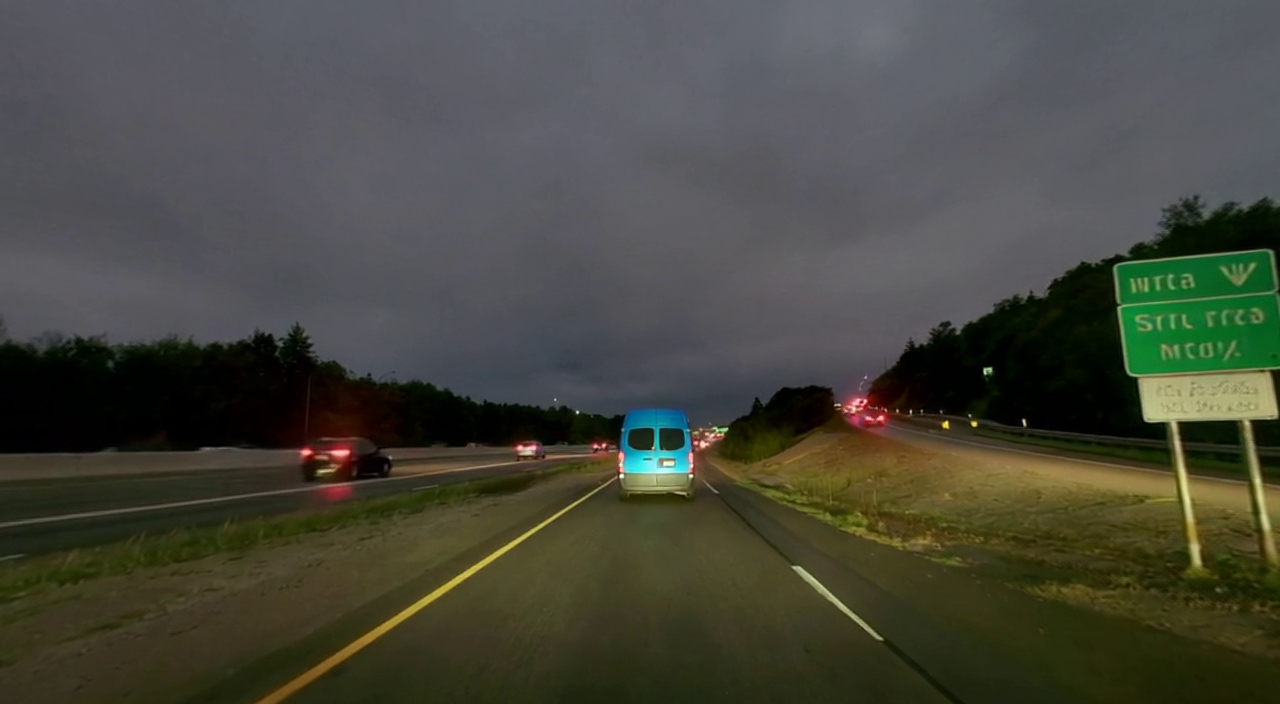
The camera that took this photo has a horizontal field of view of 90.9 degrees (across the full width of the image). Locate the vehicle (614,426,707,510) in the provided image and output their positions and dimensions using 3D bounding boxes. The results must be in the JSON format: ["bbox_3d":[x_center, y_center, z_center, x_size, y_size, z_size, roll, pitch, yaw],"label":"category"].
[{"bbox_3d":[0.439,2.875,16.171,2.043,1.821,4.558,0,-8,0],"label":"vehicle"}]

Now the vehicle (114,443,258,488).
[{"bbox_3d":[-16.700,4.163,23.538,1.933,1.485,4.454,-1,-8,3],"label":"vehicle"}]

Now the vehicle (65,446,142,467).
[{"bbox_3d":[-40.820,7.963,48.116,1.803,1.464,4.455,-1,-8,3],"label":"vehicle"}]

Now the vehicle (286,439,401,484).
[{"bbox_3d":[-12.296,4.544,26.689,2.050,1.676,5.319,-1,-8,3],"label":"vehicle"}]
